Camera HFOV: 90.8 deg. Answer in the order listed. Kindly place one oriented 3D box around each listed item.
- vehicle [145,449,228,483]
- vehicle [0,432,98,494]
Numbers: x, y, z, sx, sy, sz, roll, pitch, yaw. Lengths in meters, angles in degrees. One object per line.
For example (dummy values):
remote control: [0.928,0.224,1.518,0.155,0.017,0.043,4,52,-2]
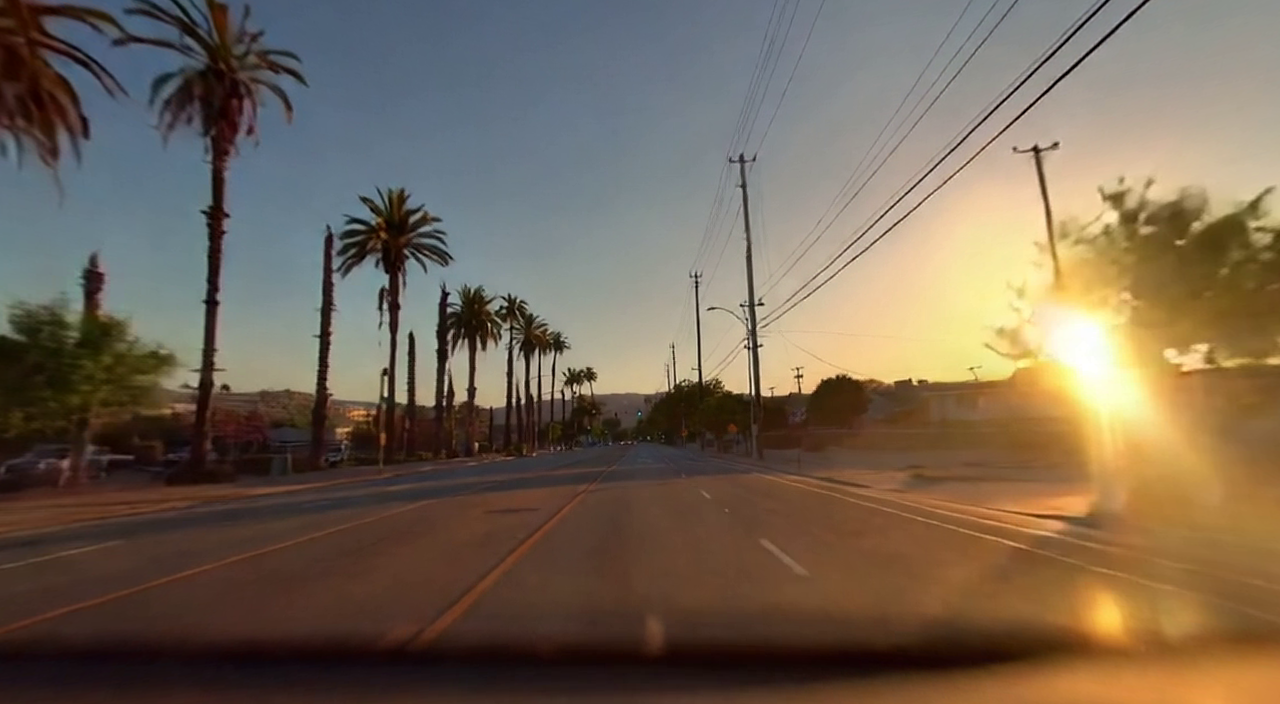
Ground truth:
vehicle: [-26.054,6.564,36.263,4.546,1.479,2.103,-9,-8,28]
vehicle: [-31.565,5.796,33.756,3.668,2.687,5.473,0,-6,-43]
